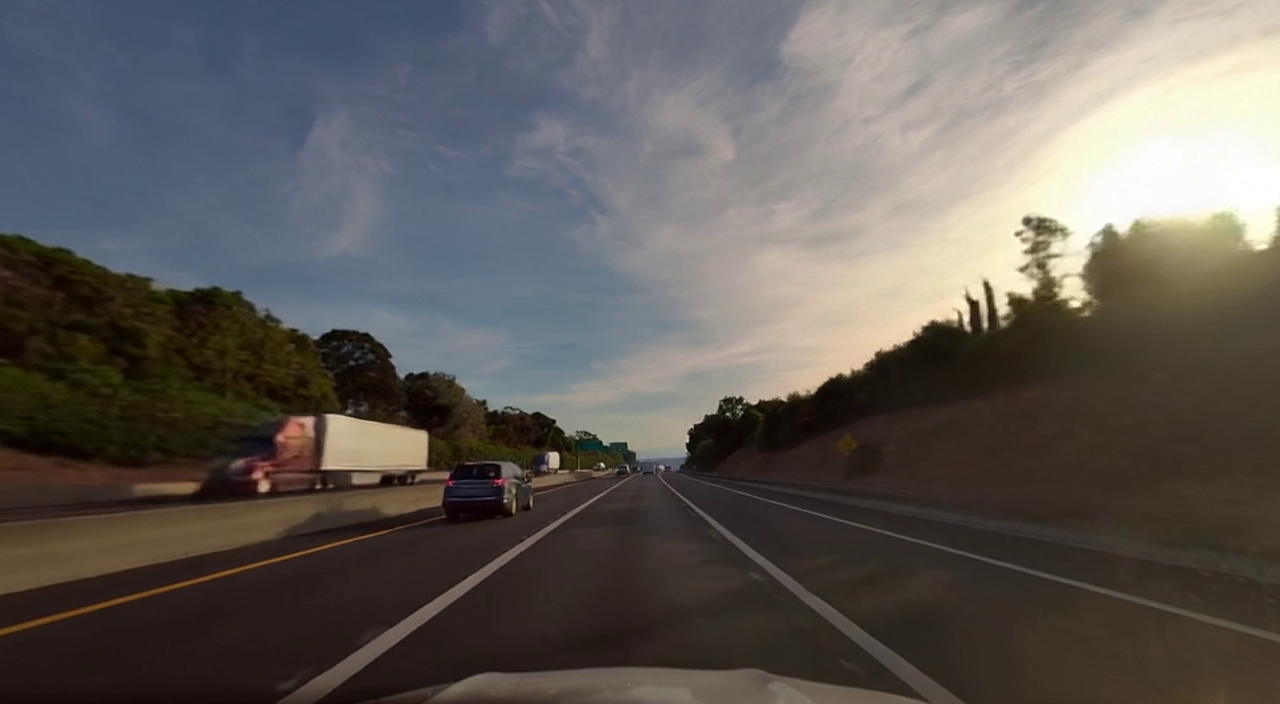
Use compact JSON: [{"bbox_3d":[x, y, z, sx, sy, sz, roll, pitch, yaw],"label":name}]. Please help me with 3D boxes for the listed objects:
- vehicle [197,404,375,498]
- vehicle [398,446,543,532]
[{"bbox_3d":[-17.350,5.168,32.230,2.932,3.942,10.132,1,-10,1],"label":"vehicle"},{"bbox_3d":[-3.739,3.164,14.946,2.053,1.657,4.725,1,-10,1],"label":"vehicle"}]
